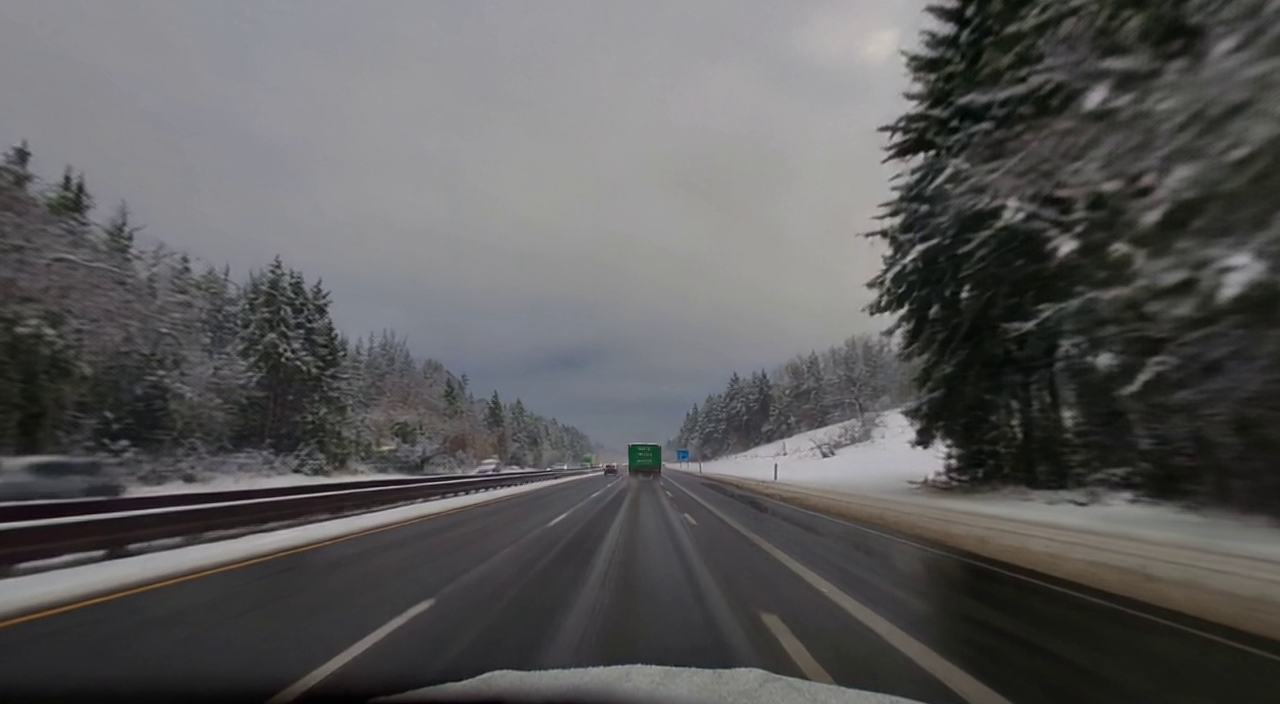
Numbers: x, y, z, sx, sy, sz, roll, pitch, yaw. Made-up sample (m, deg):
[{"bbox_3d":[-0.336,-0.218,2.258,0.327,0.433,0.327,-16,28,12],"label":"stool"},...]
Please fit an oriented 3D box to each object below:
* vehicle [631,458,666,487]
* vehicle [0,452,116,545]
[{"bbox_3d":[0.466,7.520,39.308,2.048,1.663,4.377,1,-10,0],"label":"vehicle"},{"bbox_3d":[-11.210,2.365,10.222,1.894,1.469,3.976,1,-10,0],"label":"vehicle"}]
